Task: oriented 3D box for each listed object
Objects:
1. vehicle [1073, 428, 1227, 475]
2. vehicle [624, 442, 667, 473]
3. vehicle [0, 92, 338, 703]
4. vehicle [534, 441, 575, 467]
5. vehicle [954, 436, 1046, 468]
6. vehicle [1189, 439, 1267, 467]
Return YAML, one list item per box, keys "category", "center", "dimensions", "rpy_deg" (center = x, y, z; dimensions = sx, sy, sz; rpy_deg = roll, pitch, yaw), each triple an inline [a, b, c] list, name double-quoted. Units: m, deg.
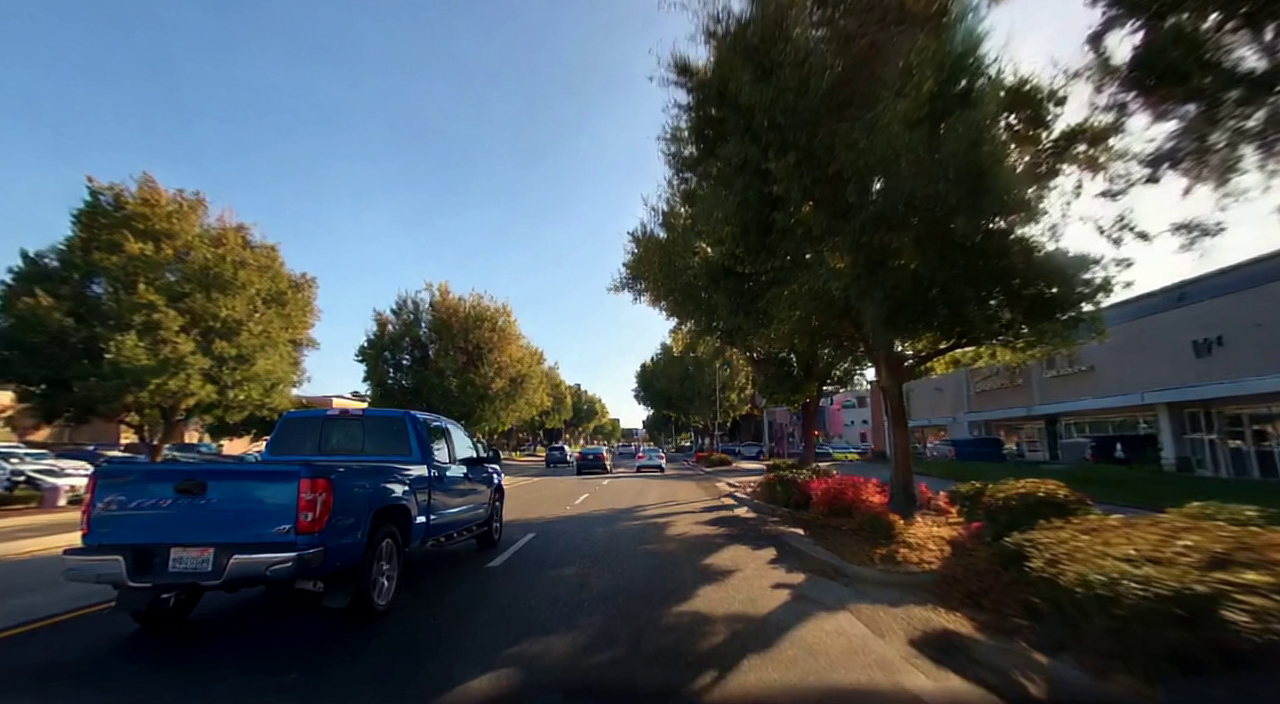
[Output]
- category: "vehicle"
  center: [22.157, 4.335, 27.528]
  dimensions: [4.957, 1.882, 2.031]
  rpy_deg: [-7, -11, 38]
- category: "vehicle"
  center: [0.342, 5.639, 33.929]
  dimensions: [2.191, 1.530, 4.470]
  rpy_deg: [0, -8, 1]
- category: "vehicle"
  center: [-3.513, 0.321, 1.483]
  dimensions: [2.733, 2.495, 5.037]
  rpy_deg: [-1, -8, 5]
- category: "vehicle"
  center: [-6.207, 7.440, 46.181]
  dimensions: [2.146, 1.788, 5.153]
  rpy_deg: [0, -8, 2]
- category: "vehicle"
  center: [21.252, 5.919, 37.194]
  dimensions: [4.501, 1.780, 2.082]
  rpy_deg: [-5, -10, 30]
- category: "vehicle"
  center: [36.811, 6.281, 39.276]
  dimensions: [4.480, 1.588, 2.098]
  rpy_deg: [4, -9, -28]
